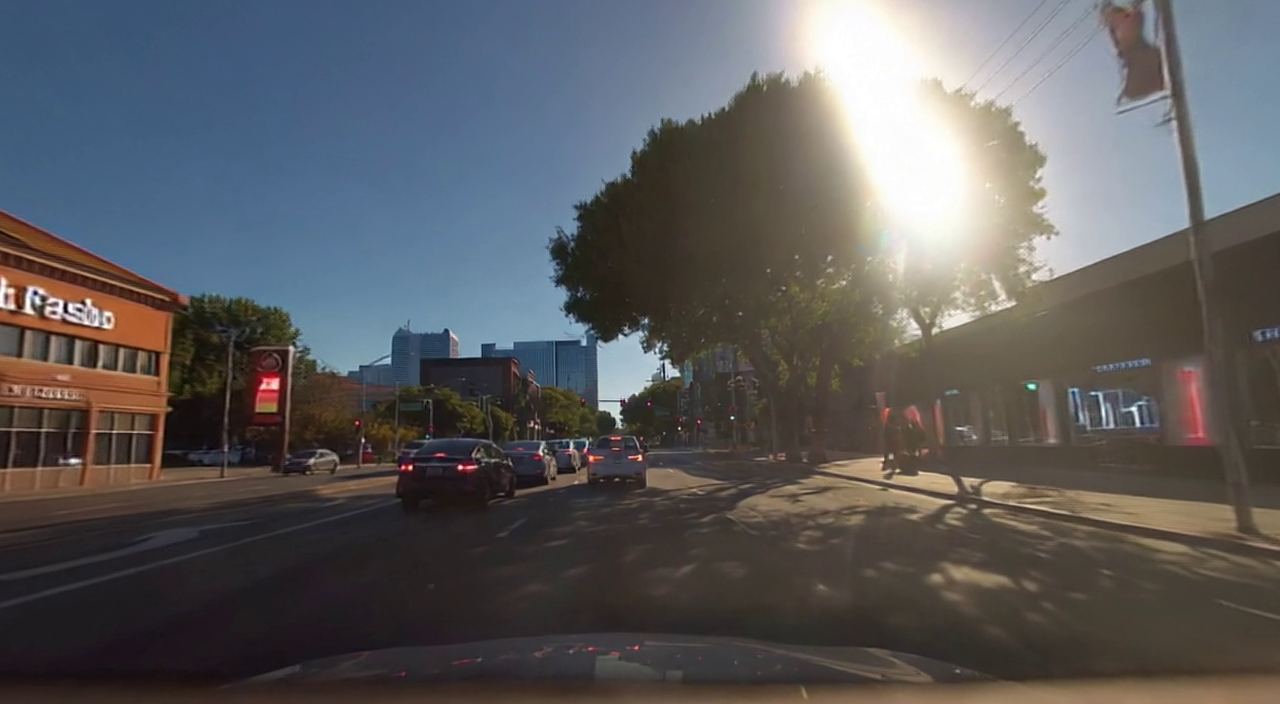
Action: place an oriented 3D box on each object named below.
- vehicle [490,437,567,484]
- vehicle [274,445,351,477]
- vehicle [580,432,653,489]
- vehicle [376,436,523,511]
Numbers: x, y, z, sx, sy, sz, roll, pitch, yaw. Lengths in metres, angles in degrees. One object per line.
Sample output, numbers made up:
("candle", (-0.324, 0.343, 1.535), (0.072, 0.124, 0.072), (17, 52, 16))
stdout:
("vehicle", (-3.757, 3.727, 22.009), (1.950, 1.487, 4.130), (0, -8, 0))
("vehicle", (-19.490, 6.480, 37.835), (2.054, 1.724, 4.829), (0, -8, -1))
("vehicle", (-0.670, 3.321, 19.640), (2.042, 1.555, 3.912), (0, -8, 0))
("vehicle", (-4.174, 2.723, 14.735), (2.020, 1.457, 4.496), (0, -8, 0))
